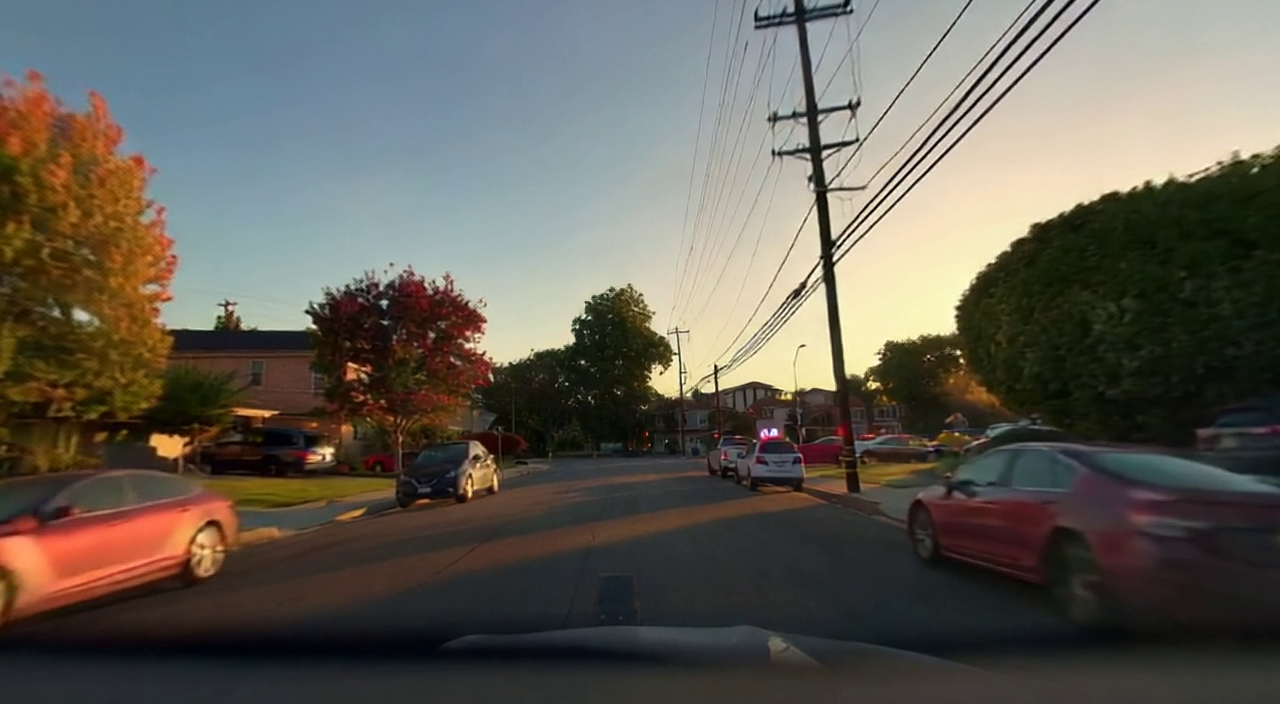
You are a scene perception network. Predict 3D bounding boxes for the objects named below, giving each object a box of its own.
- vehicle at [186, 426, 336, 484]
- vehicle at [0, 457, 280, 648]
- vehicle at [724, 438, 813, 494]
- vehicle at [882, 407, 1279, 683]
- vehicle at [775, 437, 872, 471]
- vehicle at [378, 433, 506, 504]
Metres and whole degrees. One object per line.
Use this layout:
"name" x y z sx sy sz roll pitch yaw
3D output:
"vehicle" -17.968 4.898 30.179 5.548 2.609 2.235 1 -9 -8
"vehicle" -6.043 1.828 6.286 2.048 1.438 4.728 -2 -9 1
"vehicle" 3.889 3.523 19.775 1.848 1.550 4.054 0 -9 -1
"vehicle" 4.050 1.417 5.721 2.021 1.563 4.088 0 -9 -1
"vehicle" 9.383 5.276 32.372 4.270 1.541 2.069 3 -10 -7
"vehicle" -6.027 3.619 20.078 2.322 1.913 5.582 0 -9 -1
